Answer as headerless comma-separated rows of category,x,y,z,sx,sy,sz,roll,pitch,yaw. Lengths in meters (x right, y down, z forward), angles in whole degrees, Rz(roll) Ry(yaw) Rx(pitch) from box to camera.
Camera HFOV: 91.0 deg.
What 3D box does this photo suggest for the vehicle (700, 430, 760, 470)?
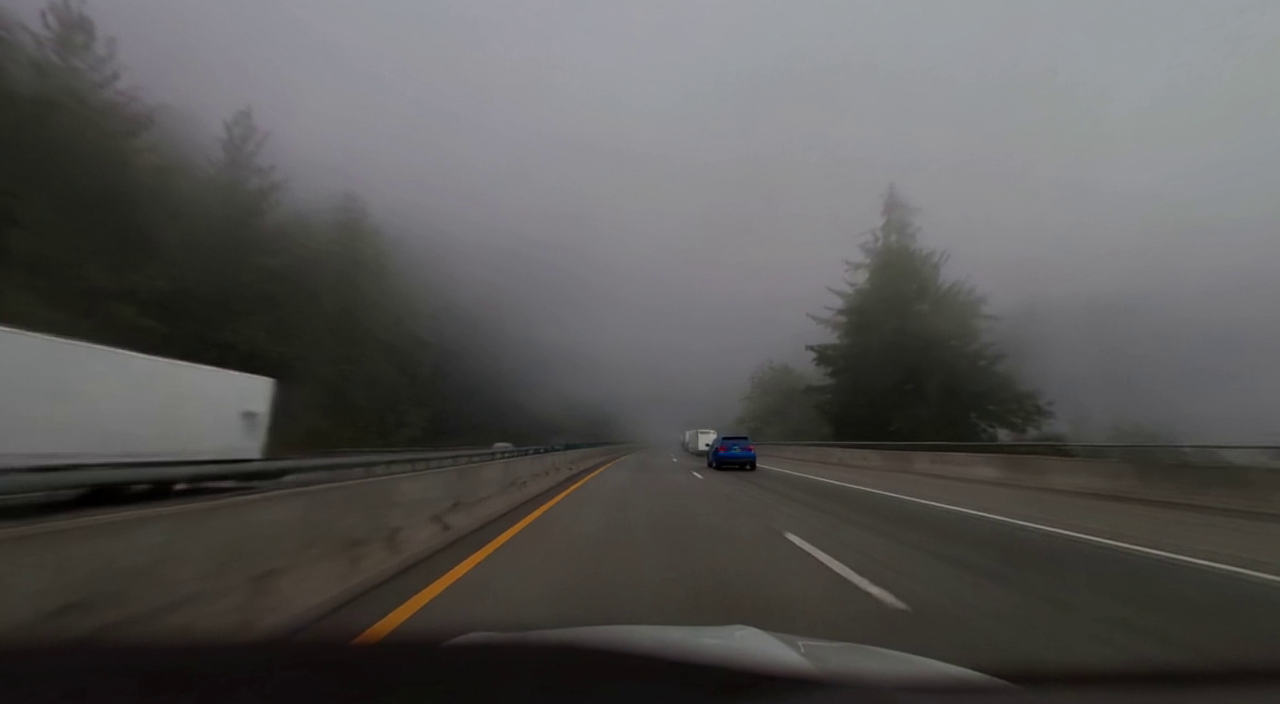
vehicle,3.969,4.405,28.467,2.022,1.663,4.245,0,-8,0
